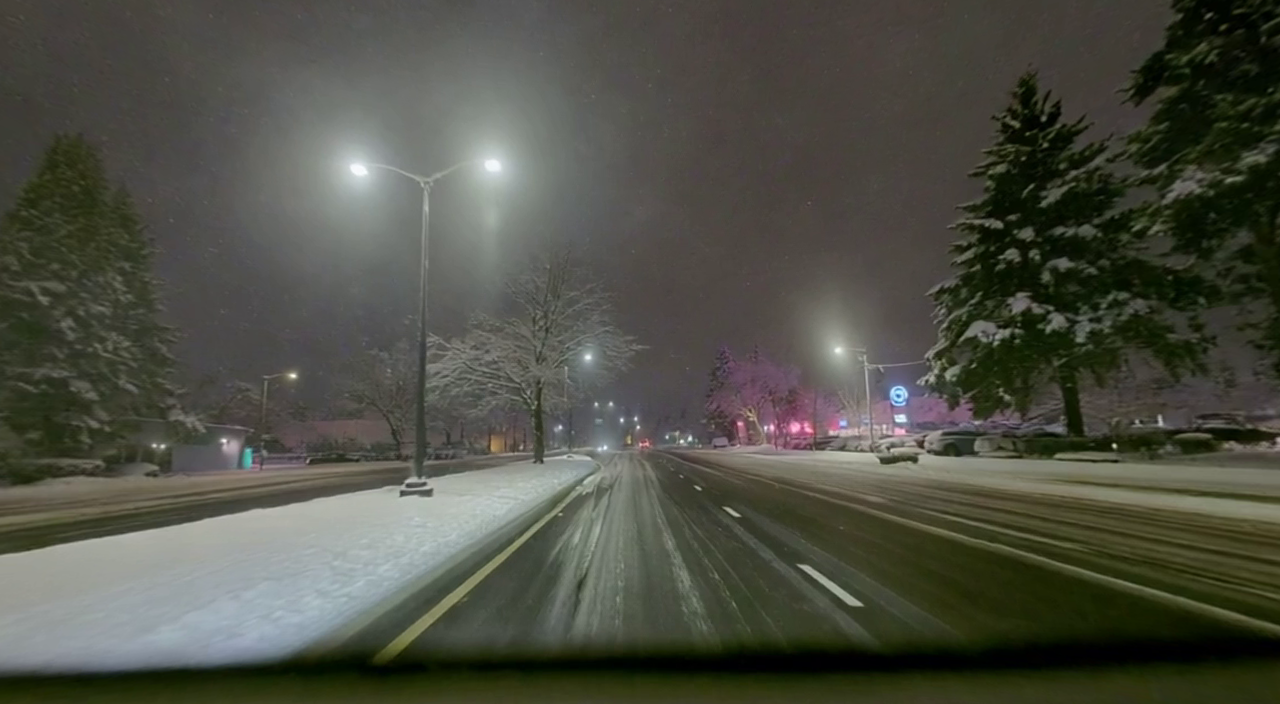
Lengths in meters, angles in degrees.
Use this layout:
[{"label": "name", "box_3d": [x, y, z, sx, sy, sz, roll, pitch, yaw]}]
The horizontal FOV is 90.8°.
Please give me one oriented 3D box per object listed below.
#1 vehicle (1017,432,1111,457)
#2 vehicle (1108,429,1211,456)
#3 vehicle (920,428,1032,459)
[{"label": "vehicle", "box_3d": [25.967, 5.703, 38.820, 4.402, 1.465, 1.900, 0, -9, -2]}, {"label": "vehicle", "box_3d": [31.499, 5.485, 38.403, 4.532, 1.493, 1.886, -1, -9, 1]}, {"label": "vehicle", "box_3d": [20.407, 5.604, 38.558, 5.462, 1.785, 2.323, 0, -9, 1]}]
